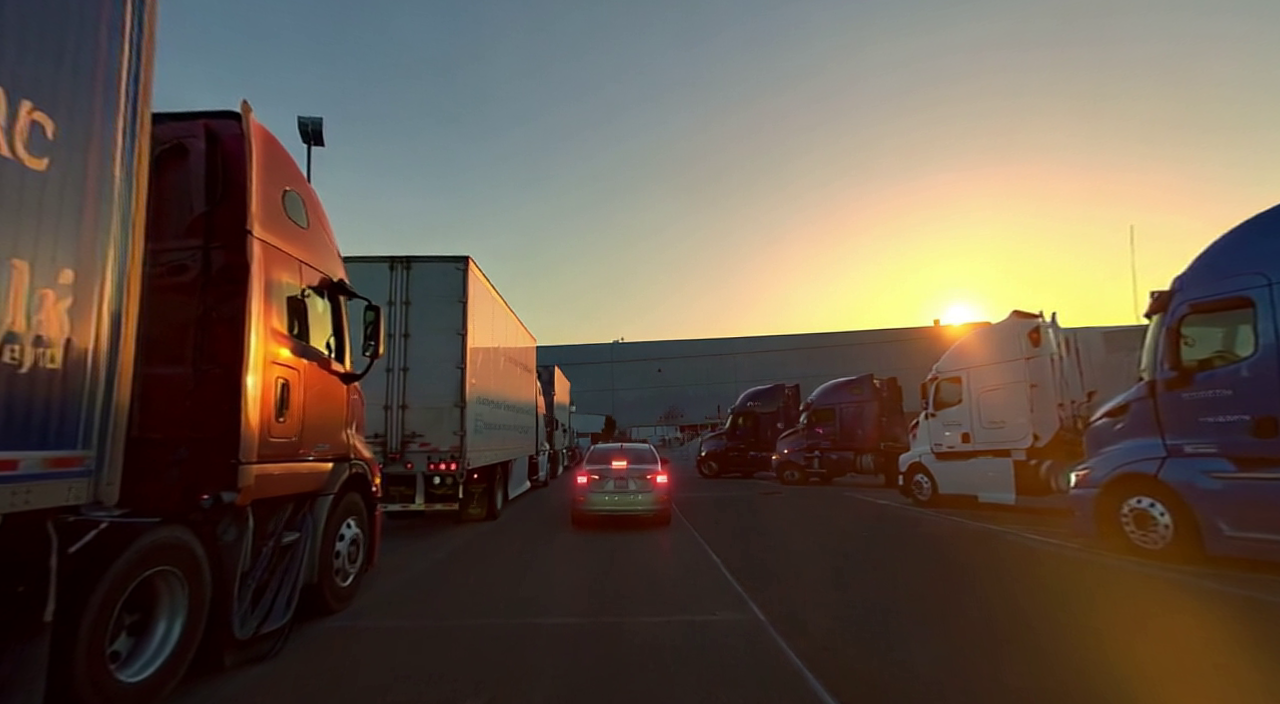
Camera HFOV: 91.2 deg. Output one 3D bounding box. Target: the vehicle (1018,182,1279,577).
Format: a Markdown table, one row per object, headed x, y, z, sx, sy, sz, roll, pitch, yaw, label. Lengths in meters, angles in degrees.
| x | y | z | sx | sy | sz | roll | pitch | yaw | label |
| --- | --- | --- | --- | --- | --- | --- | --- | --- | --- |
| 11.159 | -0.107 | 4.717 | 13.564 | 4.152 | 3.110 | -9 | -12 | 42 | vehicle |

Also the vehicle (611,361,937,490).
| x | y | z | sx | sy | sz | roll | pitch | yaw | label |
| --- | --- | --- | --- | --- | --- | --- | --- | --- | --- |
| 4.447 | 3.260 | 26.560 | 2.877 | 4.124 | 14.516 | 4 | -9 | -41 | vehicle |

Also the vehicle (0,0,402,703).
| x | y | z | sx | sy | sz | roll | pitch | yaw | label |
| --- | --- | --- | --- | --- | --- | --- | --- | --- | --- |
| -3.949 | 0.080 | 2.074 | 2.986 | 3.391 | 9.523 | 0 | -9 | -3 | vehicle |

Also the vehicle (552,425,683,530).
| x | y | z | sx | sy | sz | roll | pitch | yaw | label |
| --- | --- | --- | --- | --- | --- | --- | --- | --- | --- |
| -0.386 | 2.368 | 12.277 | 2.140 | 1.682 | 3.971 | 0 | -9 | 0 | vehicle |
